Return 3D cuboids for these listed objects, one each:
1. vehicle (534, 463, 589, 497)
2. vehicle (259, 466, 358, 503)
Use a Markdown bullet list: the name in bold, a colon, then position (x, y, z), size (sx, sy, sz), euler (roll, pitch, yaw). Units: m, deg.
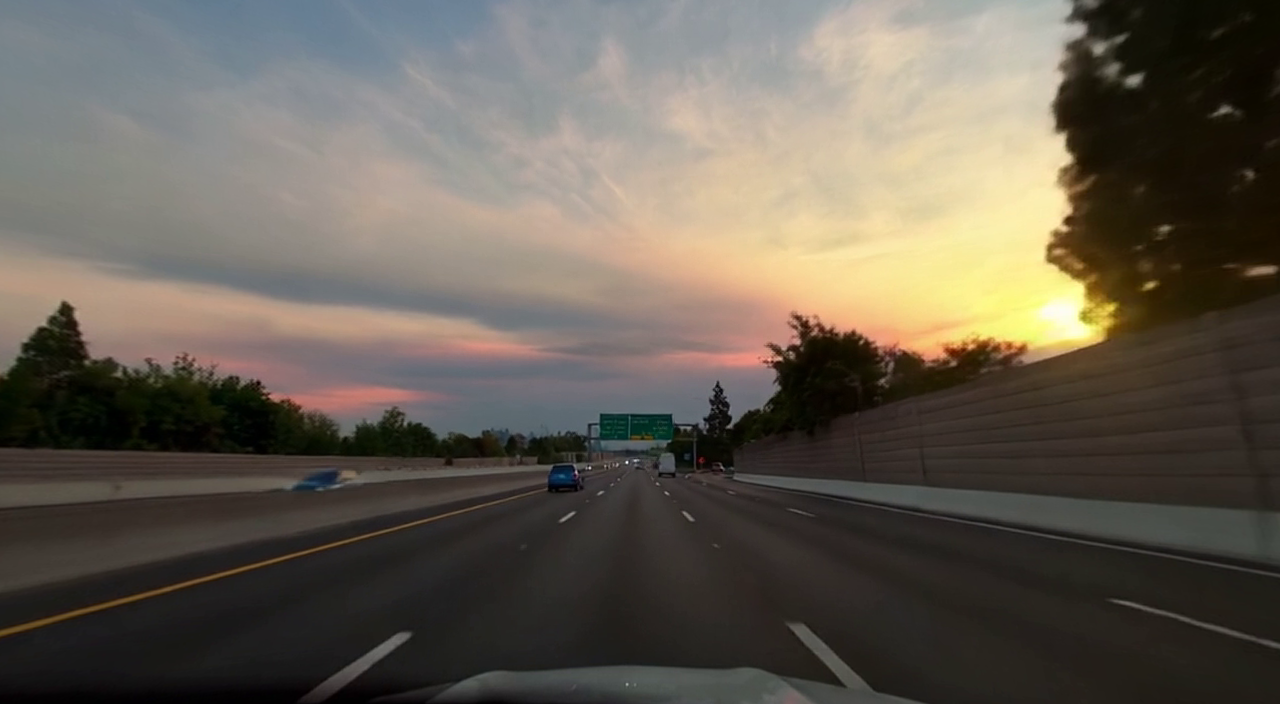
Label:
- **vehicle**: position (-3.769, 6.232, 30.938), size (2.045, 1.487, 4.582), euler (1, -10, 1)
- **vehicle**: position (-14.664, 5.874, 28.203), size (1.961, 1.478, 4.534), euler (1, -10, 0)
